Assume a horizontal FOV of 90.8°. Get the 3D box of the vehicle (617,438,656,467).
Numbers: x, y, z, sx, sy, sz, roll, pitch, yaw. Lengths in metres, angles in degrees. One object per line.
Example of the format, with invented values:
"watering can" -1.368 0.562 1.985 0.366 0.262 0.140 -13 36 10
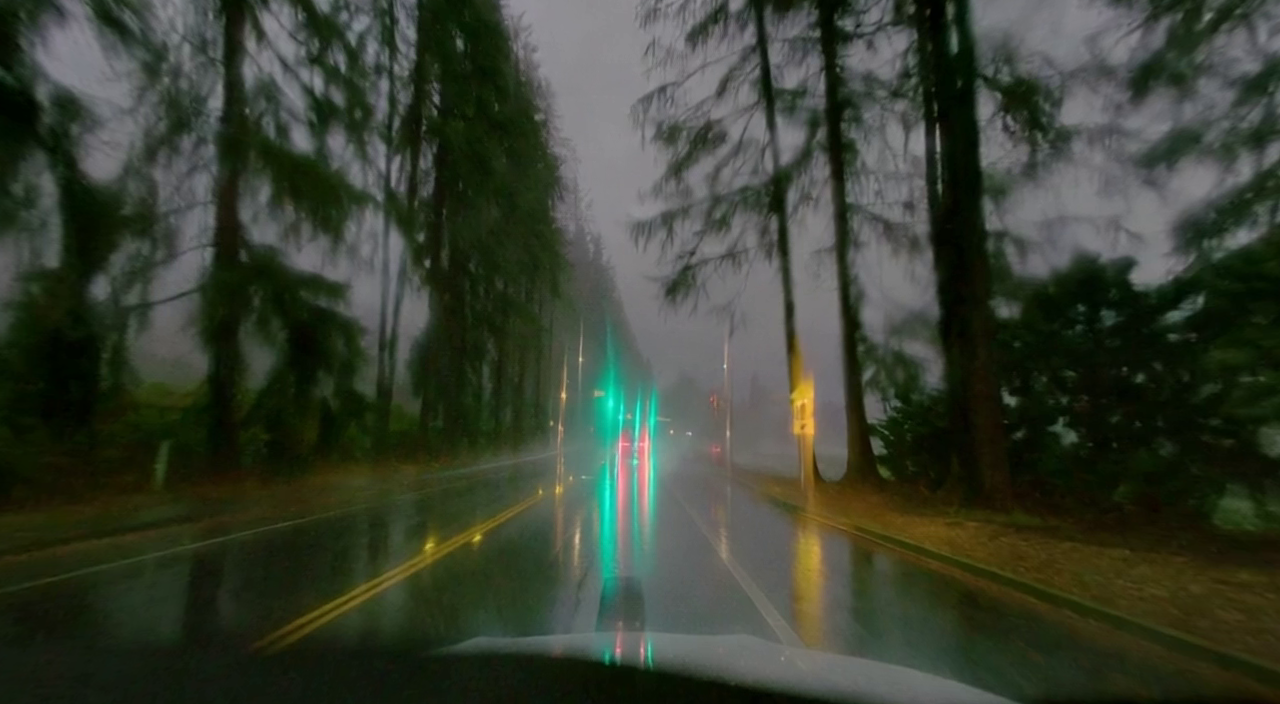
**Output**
"vehicle" -0.171 5.505 34.728 2.042 1.489 3.963 0 -8 0
